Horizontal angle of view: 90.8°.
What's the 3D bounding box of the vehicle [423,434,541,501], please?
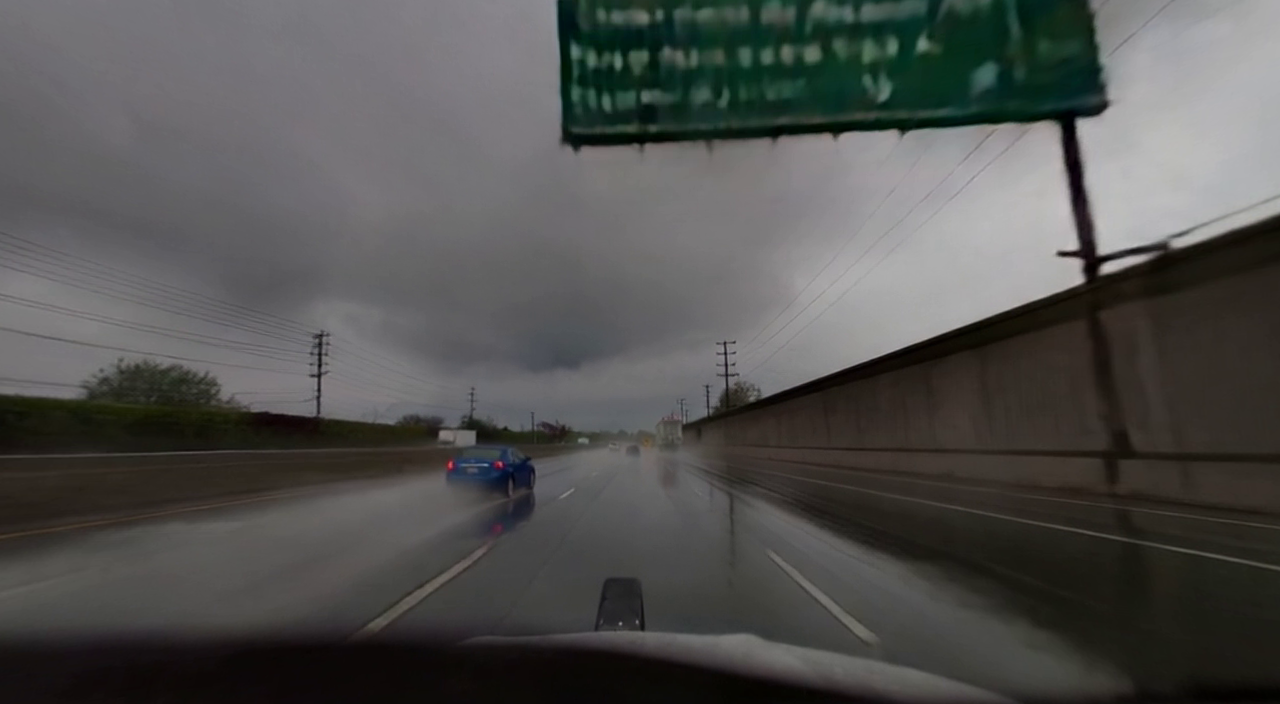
[{"bbox_3d":[-3.978,2.994,16.758,2.009,1.533,4.175,0,-9,1],"label":"vehicle"}]
